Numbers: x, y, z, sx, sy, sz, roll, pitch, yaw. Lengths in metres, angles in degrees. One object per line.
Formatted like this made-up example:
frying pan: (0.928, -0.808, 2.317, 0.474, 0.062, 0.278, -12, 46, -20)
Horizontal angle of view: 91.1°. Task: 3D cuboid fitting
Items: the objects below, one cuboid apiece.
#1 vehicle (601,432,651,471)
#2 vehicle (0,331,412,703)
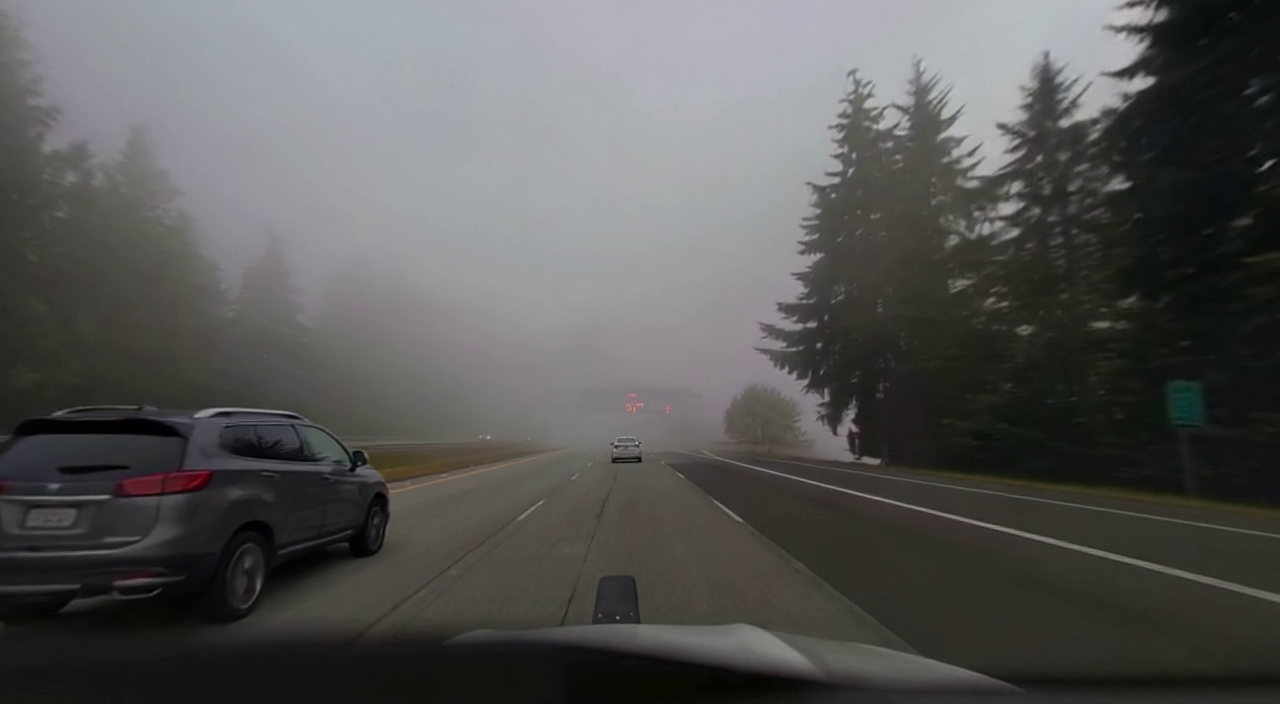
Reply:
vehicle: (-0.600, 4.269, 27.246, 2.010, 1.534, 4.013, 0, -8, -1)
vehicle: (-3.532, 1.051, 4.515, 2.111, 1.689, 4.505, 0, -8, 0)
